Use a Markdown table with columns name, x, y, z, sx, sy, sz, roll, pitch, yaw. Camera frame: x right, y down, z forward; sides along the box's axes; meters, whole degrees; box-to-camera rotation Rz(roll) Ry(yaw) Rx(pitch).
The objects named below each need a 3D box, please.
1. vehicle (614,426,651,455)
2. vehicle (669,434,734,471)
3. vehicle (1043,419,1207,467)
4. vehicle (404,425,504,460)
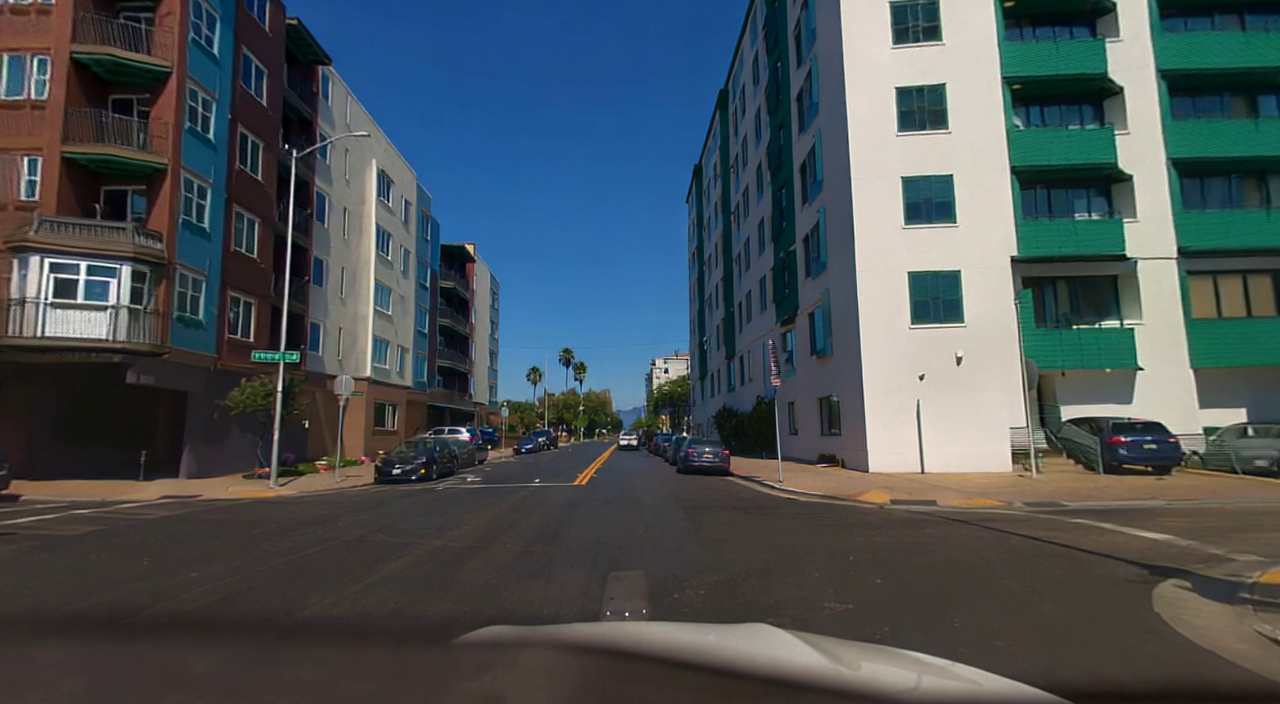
| name | x | y | z | sx | sy | sz | roll | pitch | yaw |
| --- | --- | --- | --- | --- | --- | --- | --- | --- | --- |
| vehicle | -0.476 | 6.110 | 43.286 | 2.412 | 1.834 | 4.636 | 0 | -8 | 0 |
| vehicle | 2.507 | 4.297 | 27.051 | 2.290 | 1.456 | 4.503 | 0 | -8 | -1 |
| vehicle | 15.370 | 2.915 | 20.144 | 3.752 | 1.453 | 1.709 | 0 | -9 | 2 |
| vehicle | -11.443 | 5.589 | 38.872 | 5.540 | 1.950 | 2.113 | 4 | -12 | -28 |
